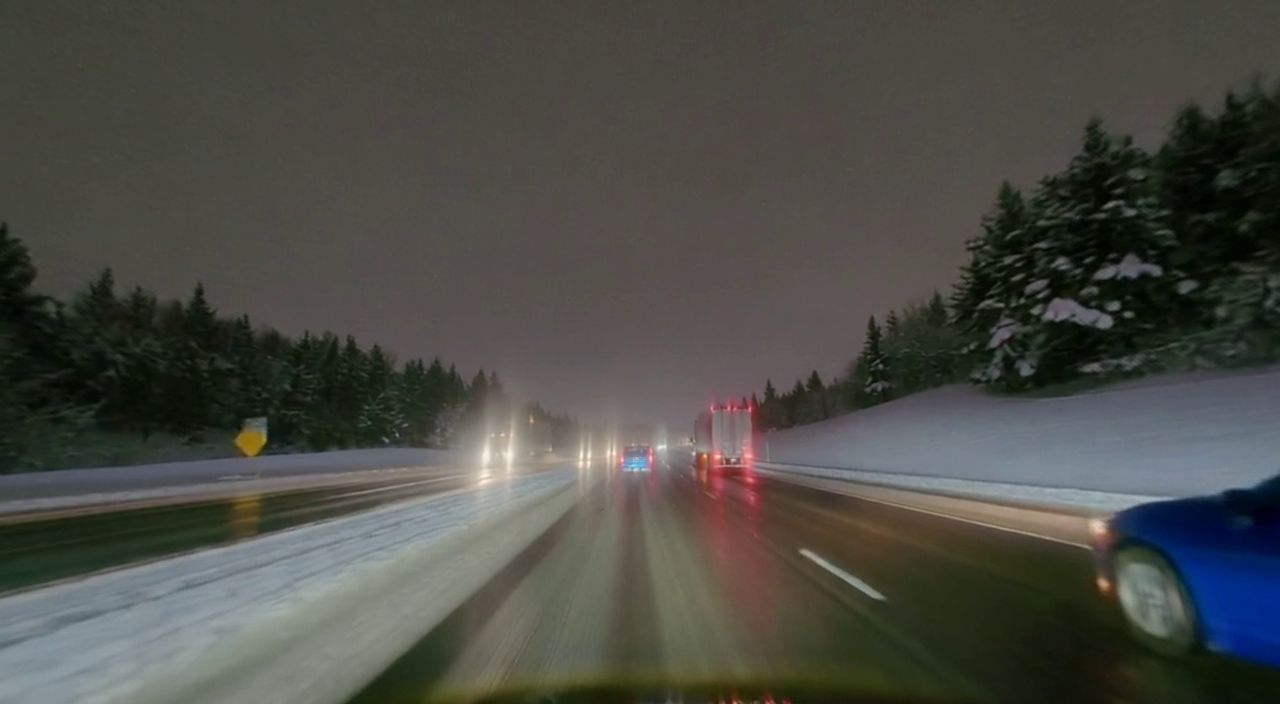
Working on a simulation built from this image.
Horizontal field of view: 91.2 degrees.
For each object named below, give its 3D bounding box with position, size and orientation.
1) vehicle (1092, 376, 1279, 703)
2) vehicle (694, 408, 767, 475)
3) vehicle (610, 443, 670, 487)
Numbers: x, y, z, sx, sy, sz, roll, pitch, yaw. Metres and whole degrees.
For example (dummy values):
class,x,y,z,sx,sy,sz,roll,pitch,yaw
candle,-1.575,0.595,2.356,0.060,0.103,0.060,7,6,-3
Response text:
class,x,y,z,sx,sy,sz,roll,pitch,yaw
vehicle,3.908,0.733,1.901,1.953,1.540,4.101,0,-9,0
vehicle,4.652,4.868,33.801,2.791,3.201,7.145,0,-9,0
vehicle,-0.045,4.189,23.563,2.066,1.490,3.759,0,-9,-1
